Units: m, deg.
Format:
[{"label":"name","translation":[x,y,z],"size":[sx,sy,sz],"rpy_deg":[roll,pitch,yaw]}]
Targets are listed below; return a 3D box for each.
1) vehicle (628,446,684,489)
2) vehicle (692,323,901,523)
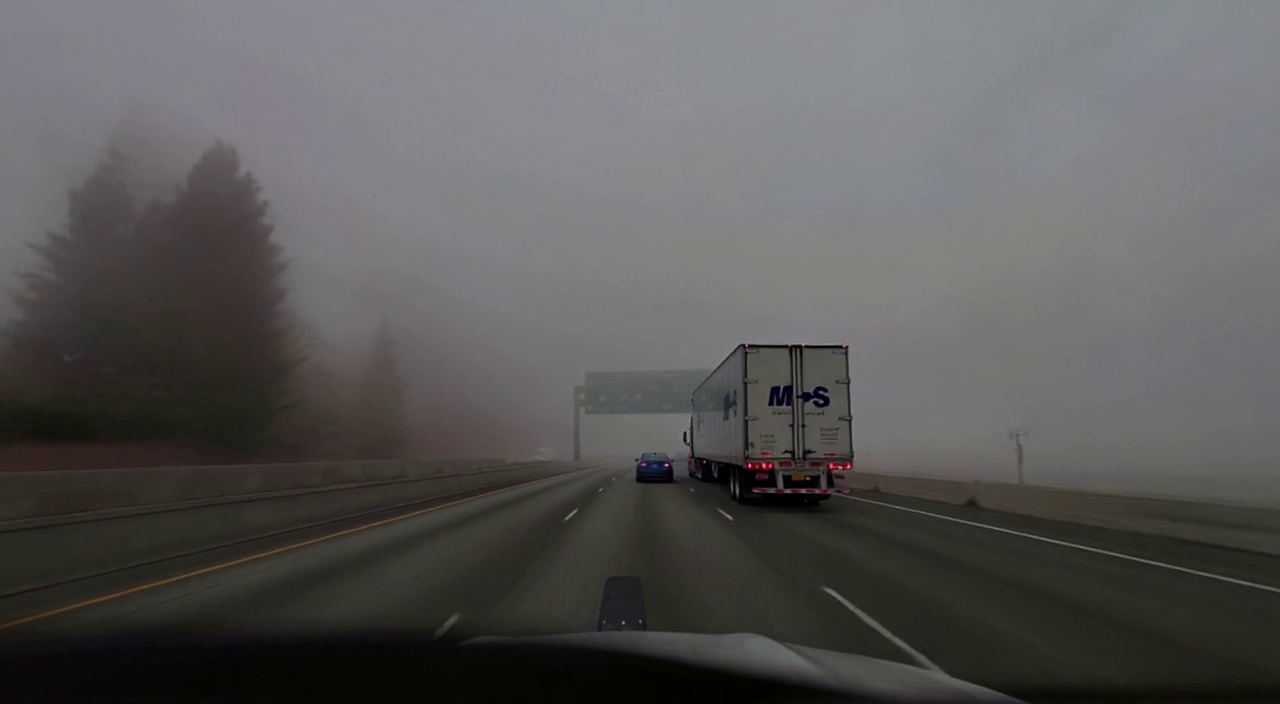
[{"label":"vehicle","translation":[0.598,4.722,26.045],"size":[2.121,1.642,3.828],"rpy_deg":[0,-9,0]},{"label":"vehicle","translation":[3.758,2.492,20.022],"size":[3.002,4.104,14.174],"rpy_deg":[0,-9,0]}]
